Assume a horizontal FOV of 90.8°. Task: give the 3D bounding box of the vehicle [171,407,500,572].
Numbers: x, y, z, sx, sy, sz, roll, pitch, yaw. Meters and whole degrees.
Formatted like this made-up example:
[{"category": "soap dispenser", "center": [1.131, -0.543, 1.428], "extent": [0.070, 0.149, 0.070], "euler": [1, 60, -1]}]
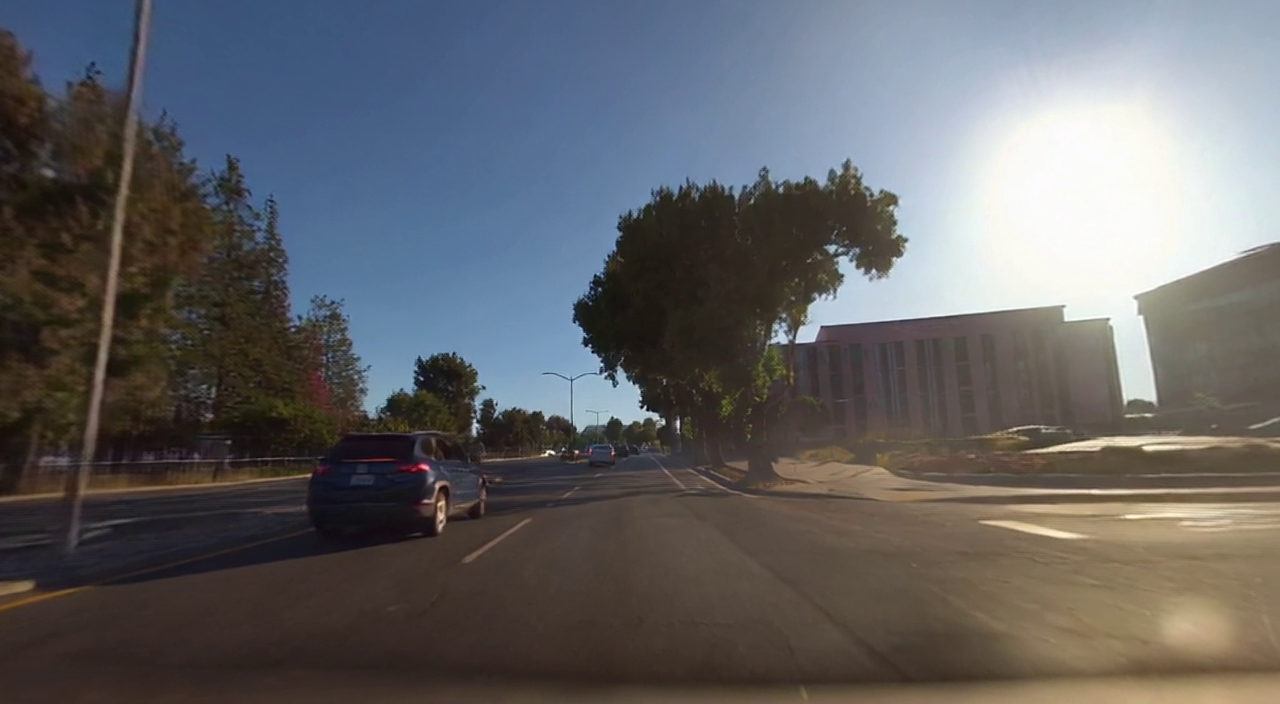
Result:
[{"category": "vehicle", "center": [-3.675, 1.769, 8.949], "extent": [2.202, 1.685, 4.772], "euler": [0, -8, 1]}]
